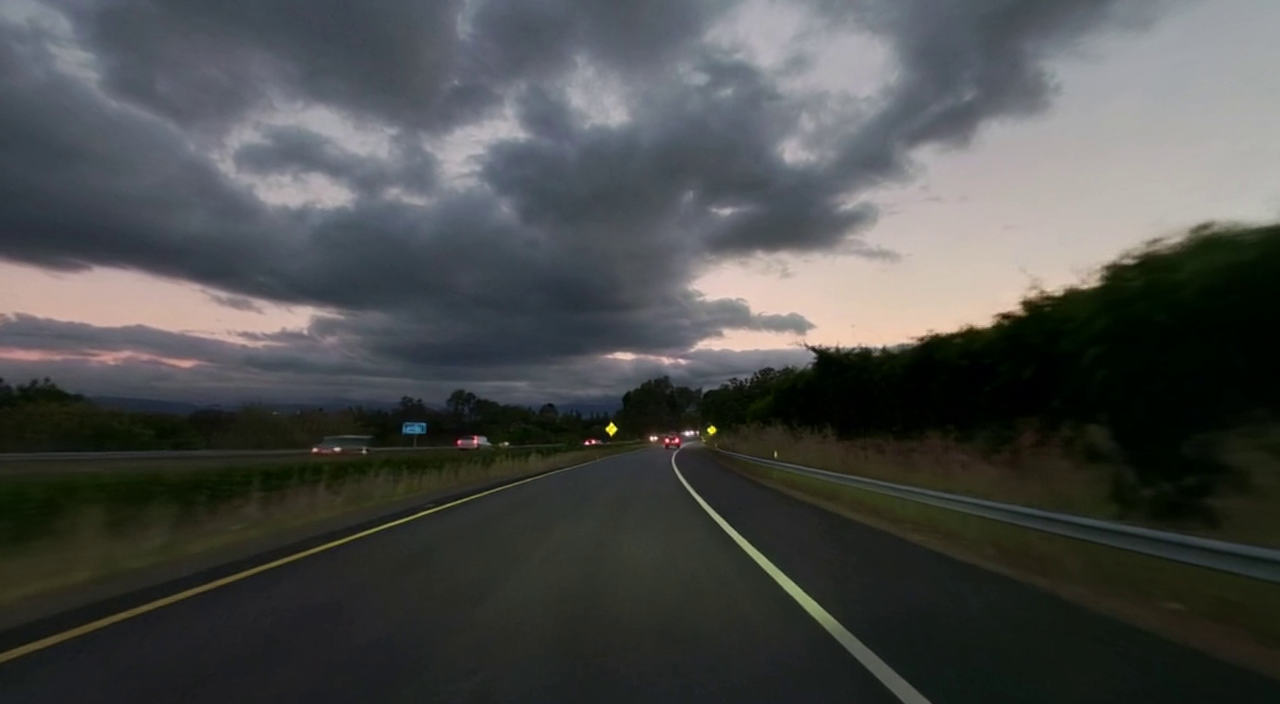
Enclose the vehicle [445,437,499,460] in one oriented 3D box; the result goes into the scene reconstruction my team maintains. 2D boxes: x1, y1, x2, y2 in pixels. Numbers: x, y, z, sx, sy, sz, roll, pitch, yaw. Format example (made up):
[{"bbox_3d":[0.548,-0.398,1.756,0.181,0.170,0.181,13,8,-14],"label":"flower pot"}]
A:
[{"bbox_3d":[-12.134,6.972,45.762,2.141,1.612,3.998,-2,-8,13],"label":"vehicle"}]
